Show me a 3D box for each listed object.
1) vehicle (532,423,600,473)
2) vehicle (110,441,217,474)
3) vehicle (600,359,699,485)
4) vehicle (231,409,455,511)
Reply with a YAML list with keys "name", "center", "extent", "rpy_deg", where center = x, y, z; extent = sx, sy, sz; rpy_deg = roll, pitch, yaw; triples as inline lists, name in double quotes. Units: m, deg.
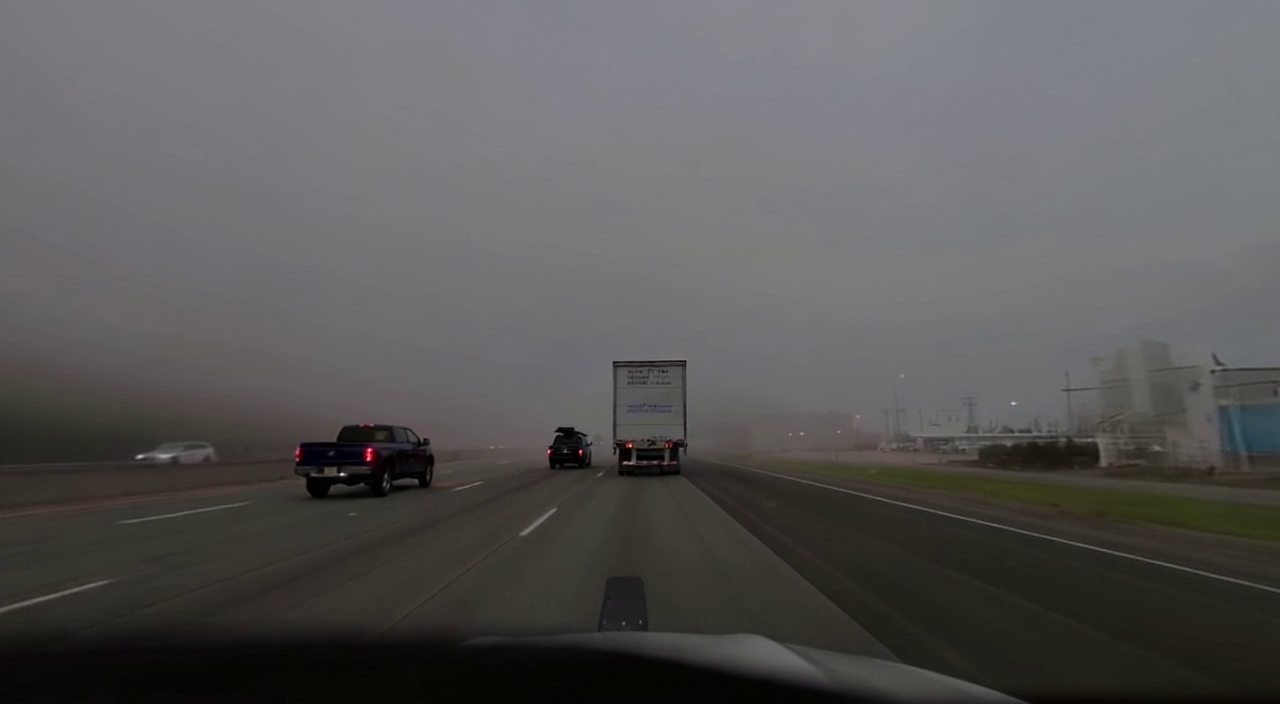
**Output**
- name: "vehicle"
  center: [-3.305, 4.485, 29.507]
  extent: [2.379, 2.075, 6.169]
  rpy_deg: [0, -9, 0]
- name: "vehicle"
  center: [-24.483, 5.423, 32.652]
  extent: [1.936, 1.605, 4.646]
  rpy_deg: [0, -9, 0]
- name: "vehicle"
  center: [0.255, 2.824, 24.014]
  extent: [2.941, 3.794, 9.851]
  rpy_deg: [0, -9, 0]
- name: "vehicle"
  center: [-6.683, 2.558, 15.350]
  extent: [2.479, 1.978, 5.952]
  rpy_deg: [0, -9, 1]
